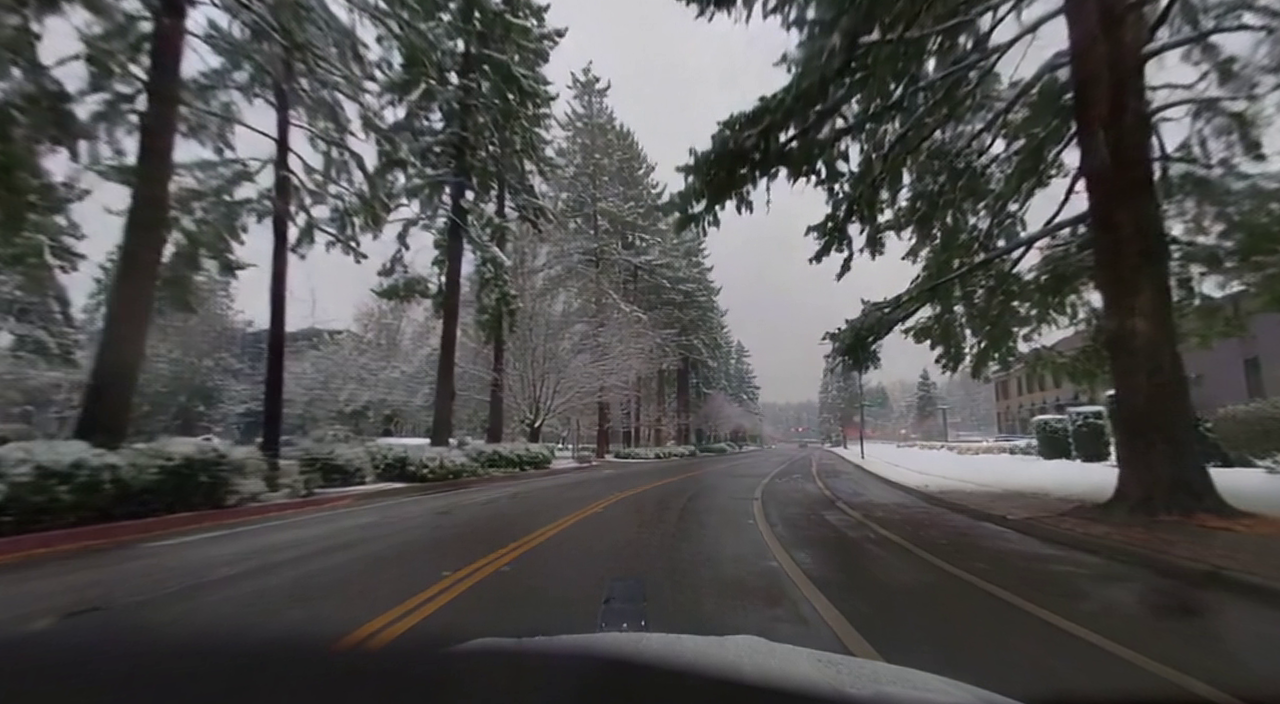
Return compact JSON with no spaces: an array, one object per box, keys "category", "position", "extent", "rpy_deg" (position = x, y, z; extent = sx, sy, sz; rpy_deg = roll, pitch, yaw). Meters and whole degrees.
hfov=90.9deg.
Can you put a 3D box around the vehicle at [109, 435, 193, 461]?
[{"category":"vehicle","position":[-29.112,5.731,37.639],"extent":[1.680,1.413,3.616],"rpy_deg":[-3,-9,13]}]
